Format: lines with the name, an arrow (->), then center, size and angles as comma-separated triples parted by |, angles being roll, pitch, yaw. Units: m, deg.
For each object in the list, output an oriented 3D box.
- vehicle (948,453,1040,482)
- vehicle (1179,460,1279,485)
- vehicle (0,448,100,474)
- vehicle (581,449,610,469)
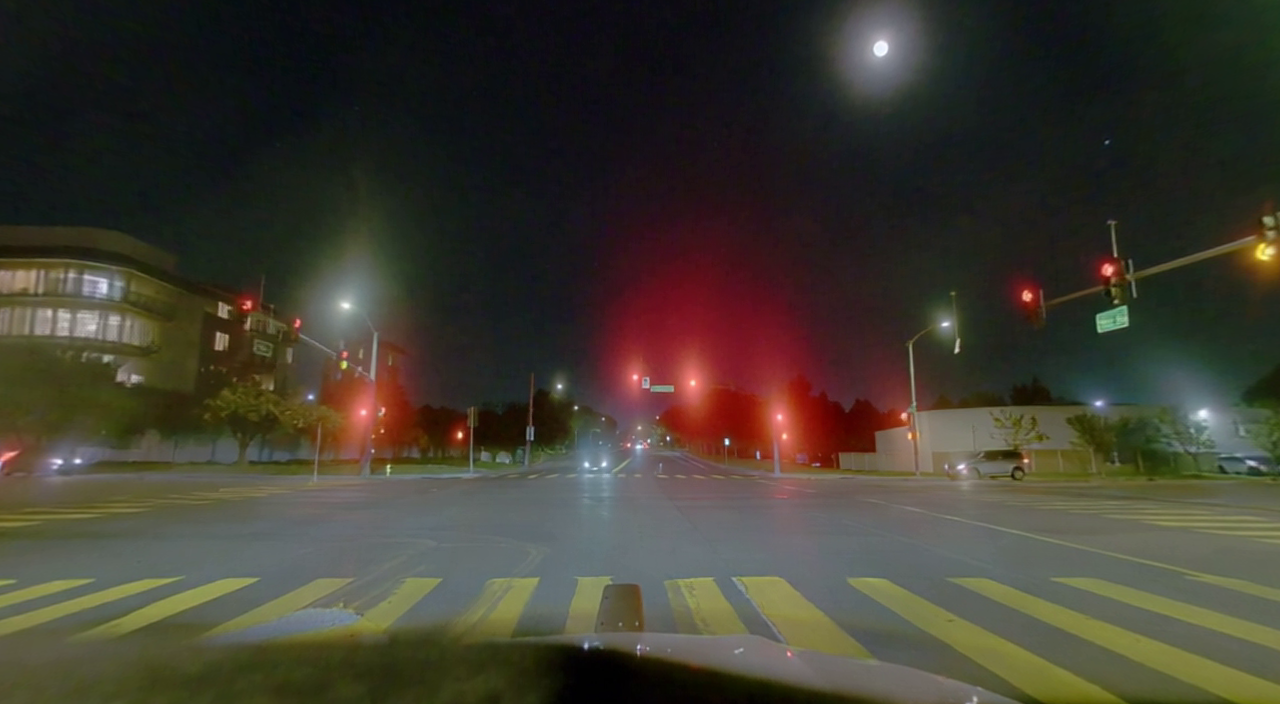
vehicle -> 21.093, 6.876, 37.598 | 4.447, 1.623, 1.801 | 0, -9, -3
vehicle -> 36.210, 7.319, 38.313 | 4.976, 1.428, 1.929 | 0, -9, -2
vehicle -> -35.143, 6.421, 37.180 | 4.741, 1.447, 1.807 | 0, -9, 0
vehicle -> -3.455, 8.363, 49.215 | 1.908, 1.441, 4.142 | 0, -8, 1
